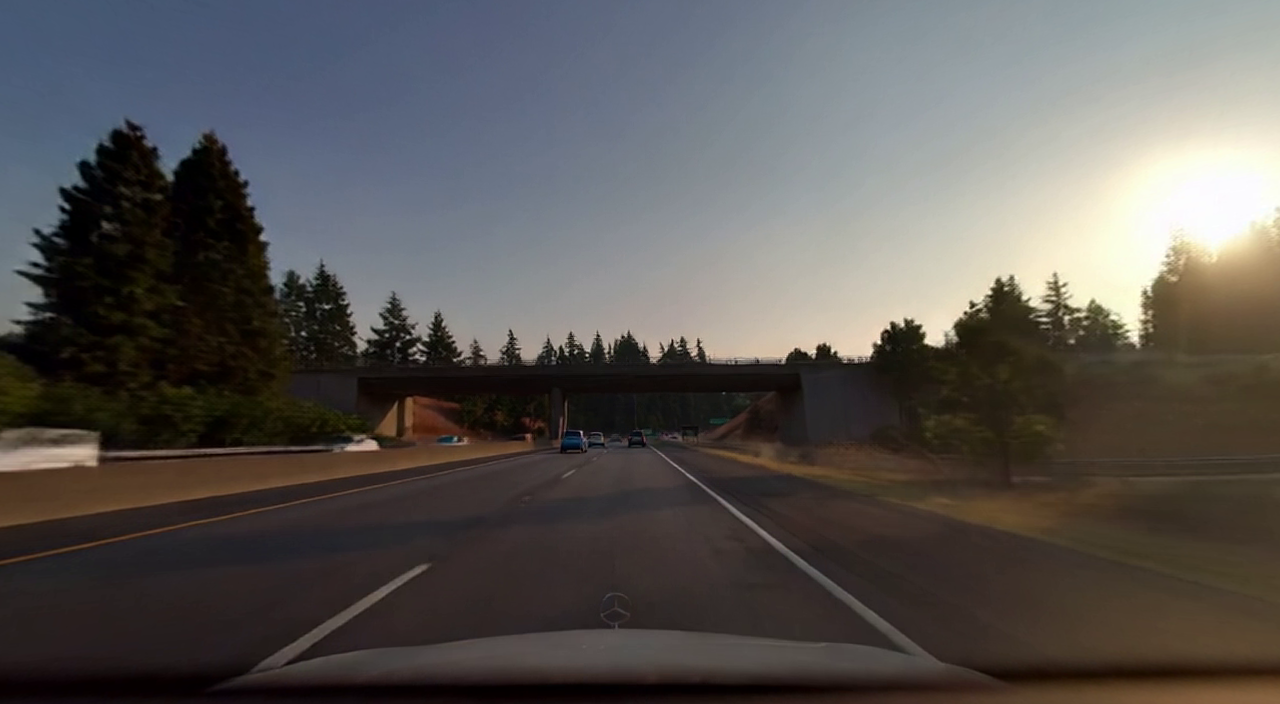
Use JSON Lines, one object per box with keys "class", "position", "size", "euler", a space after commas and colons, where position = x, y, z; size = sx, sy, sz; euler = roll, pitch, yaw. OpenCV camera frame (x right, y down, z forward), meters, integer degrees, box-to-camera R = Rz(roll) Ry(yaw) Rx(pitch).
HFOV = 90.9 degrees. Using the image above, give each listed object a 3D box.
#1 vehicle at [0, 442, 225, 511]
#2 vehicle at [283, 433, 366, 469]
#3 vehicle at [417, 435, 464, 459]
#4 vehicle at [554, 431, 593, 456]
{"class": "vehicle", "position": [-12.745, 2.970, 15.662], "size": [2.012, 1.428, 4.247], "euler": [0, -8, -1]}
{"class": "vehicle", "position": [-16.569, 5.200, 33.349], "size": [2.047, 1.704, 4.524], "euler": [0, -8, 0]}
{"class": "vehicle", "position": [-12.873, 6.145, 40.871], "size": [1.725, 1.446, 3.914], "euler": [0, -8, 0]}
{"class": "vehicle", "position": [-4.399, 6.126, 42.210], "size": [2.169, 1.588, 4.264], "euler": [0, -8, -1]}
